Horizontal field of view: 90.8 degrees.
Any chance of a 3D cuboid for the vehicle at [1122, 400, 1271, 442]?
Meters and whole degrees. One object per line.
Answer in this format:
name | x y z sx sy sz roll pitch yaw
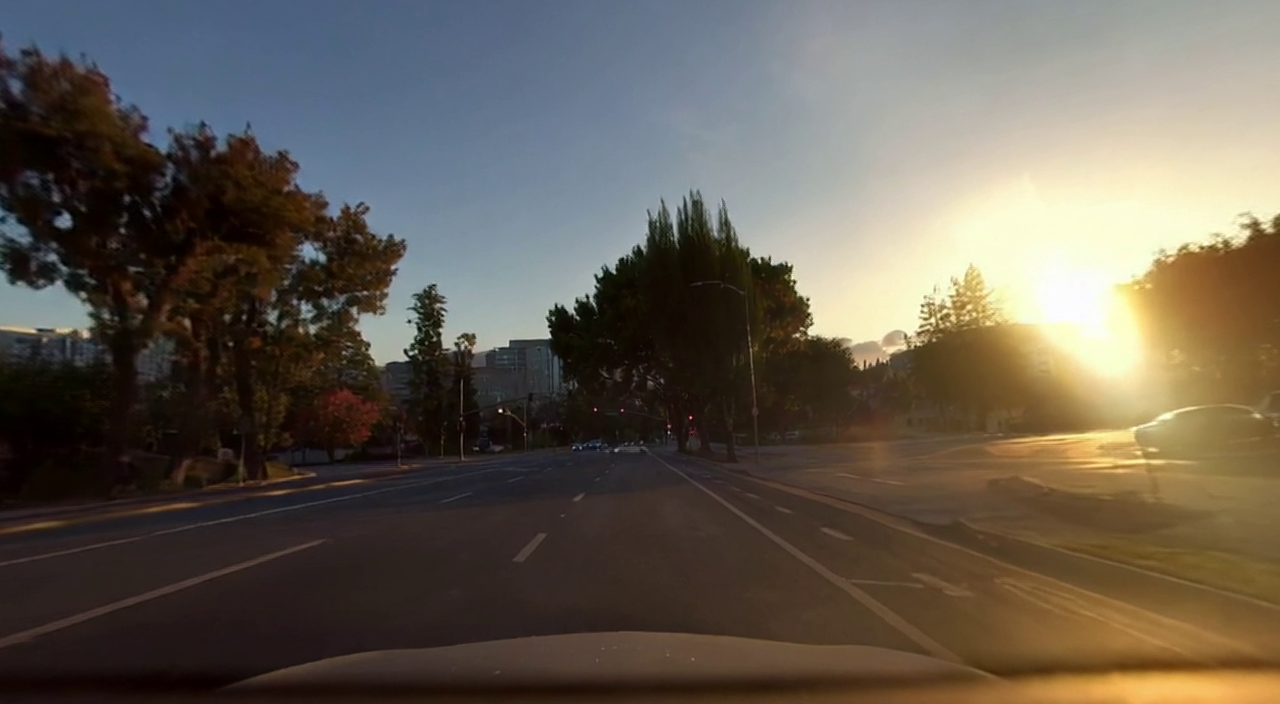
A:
vehicle | 22.777 2.920 26.136 1.911 1.598 4.322 1 -8 -6
